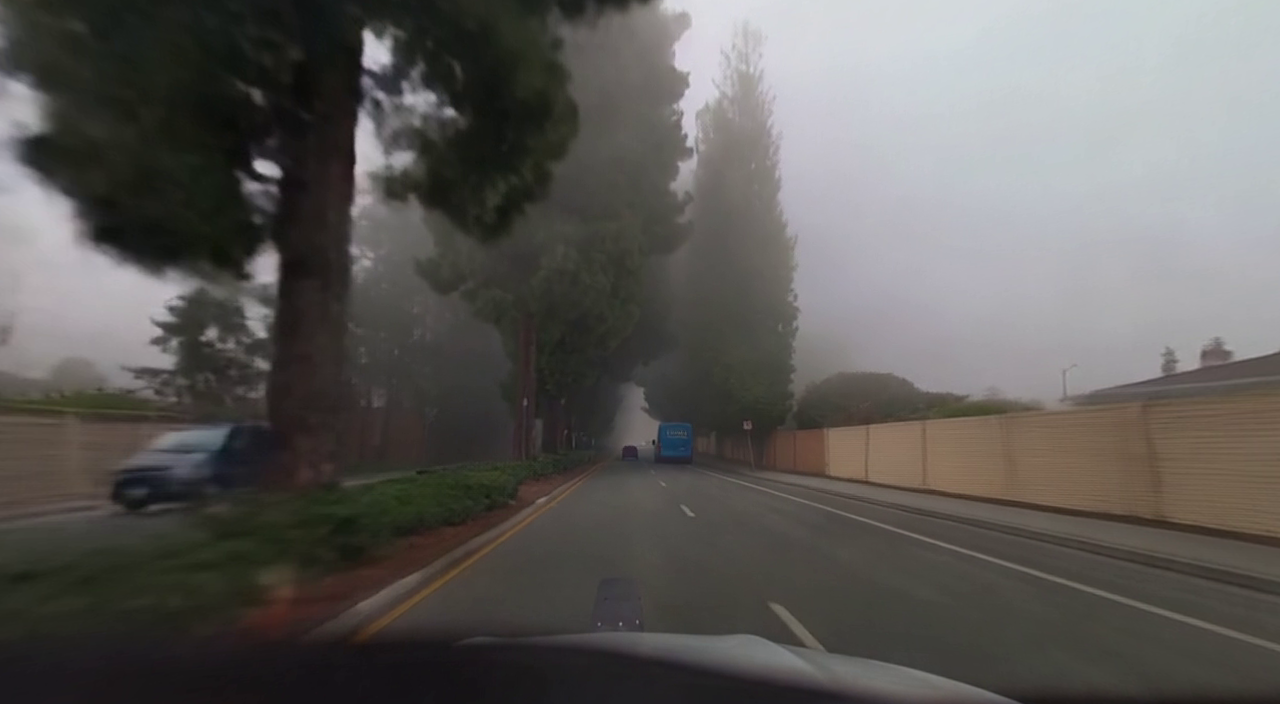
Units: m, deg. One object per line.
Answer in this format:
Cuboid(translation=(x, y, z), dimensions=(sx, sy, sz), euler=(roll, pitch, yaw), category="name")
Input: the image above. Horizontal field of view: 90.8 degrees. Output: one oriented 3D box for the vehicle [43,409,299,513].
Cuboid(translation=(-12.275, 2.907, 17.369), dimensions=(2.418, 2.348, 5.867), euler=(0, -8, 1), category="vehicle")
